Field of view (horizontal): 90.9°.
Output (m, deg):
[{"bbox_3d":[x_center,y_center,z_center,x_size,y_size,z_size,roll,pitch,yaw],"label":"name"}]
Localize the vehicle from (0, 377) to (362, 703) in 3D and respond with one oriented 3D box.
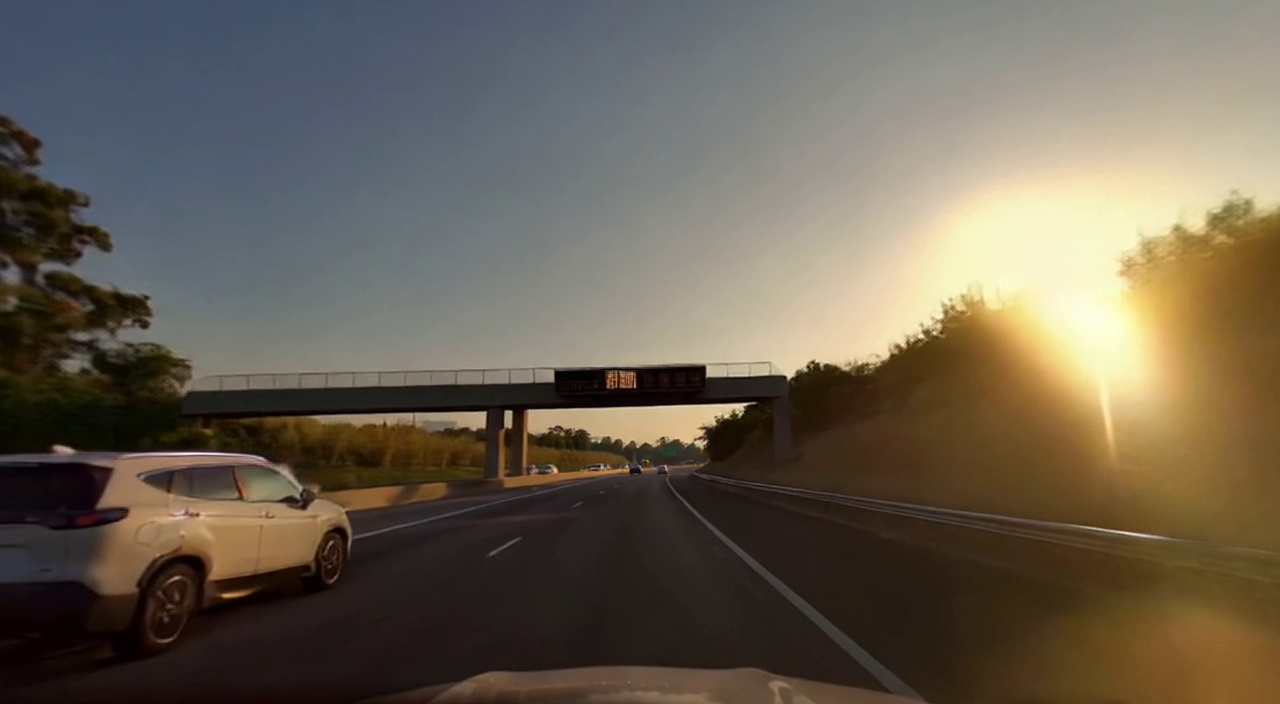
[{"bbox_3d":[-4.095,1.227,4.370,2.141,1.697,4.641,1,-11,0],"label":"vehicle"}]
